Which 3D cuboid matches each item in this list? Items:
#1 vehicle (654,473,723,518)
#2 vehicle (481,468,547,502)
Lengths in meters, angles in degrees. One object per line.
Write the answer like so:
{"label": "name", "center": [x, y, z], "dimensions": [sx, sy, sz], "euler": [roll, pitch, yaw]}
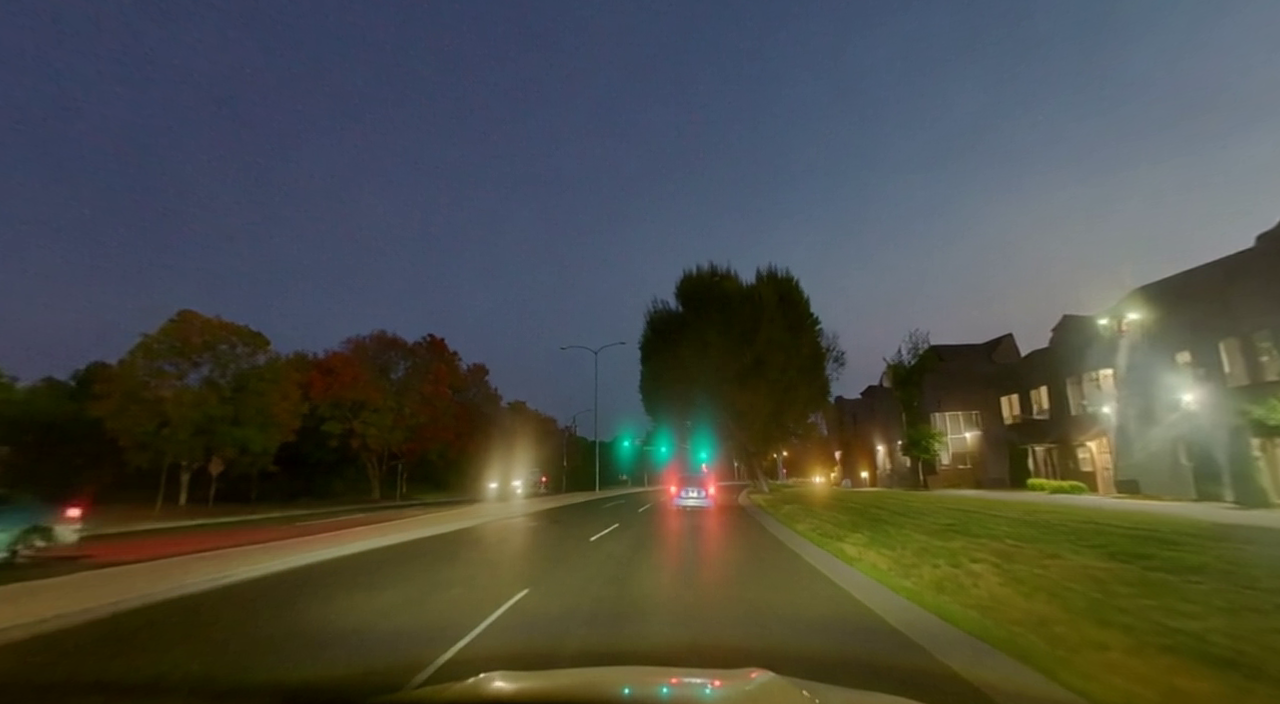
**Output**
{"label": "vehicle", "center": [1.781, 4.753, 21.334], "dimensions": [1.972, 1.250, 5.282], "euler": [-1, -11, 8]}
{"label": "vehicle", "center": [-7.394, 7.835, 37.418], "dimensions": [2.066, 1.744, 4.771], "euler": [-5, -11, 12]}
